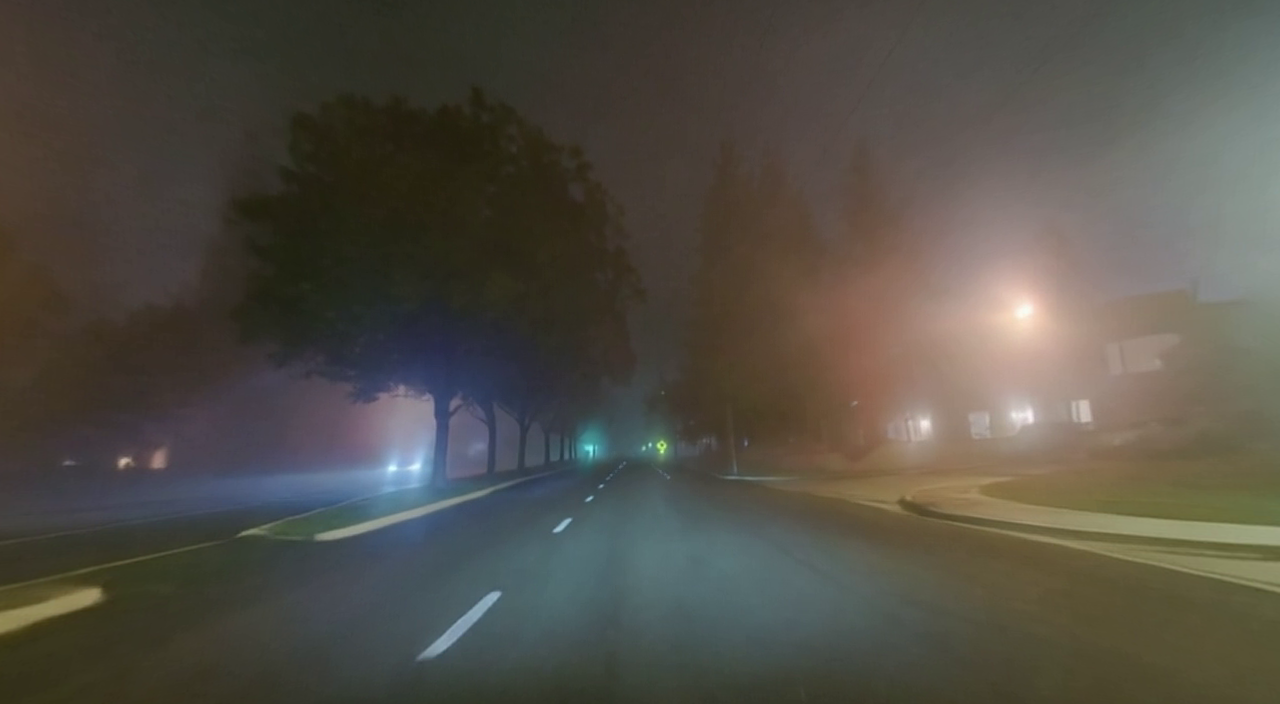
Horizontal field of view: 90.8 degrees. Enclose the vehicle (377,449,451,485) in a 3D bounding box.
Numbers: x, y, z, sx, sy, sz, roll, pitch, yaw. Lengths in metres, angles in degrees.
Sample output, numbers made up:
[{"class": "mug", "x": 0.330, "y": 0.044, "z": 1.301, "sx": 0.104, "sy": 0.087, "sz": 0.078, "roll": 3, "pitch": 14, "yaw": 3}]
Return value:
[{"class": "vehicle", "x": -11.567, "y": 5.870, "z": 32.706, "sx": 2.070, "sy": 1.669, "sz": 4.576, "roll": 0, "pitch": -8, "yaw": 0}]
